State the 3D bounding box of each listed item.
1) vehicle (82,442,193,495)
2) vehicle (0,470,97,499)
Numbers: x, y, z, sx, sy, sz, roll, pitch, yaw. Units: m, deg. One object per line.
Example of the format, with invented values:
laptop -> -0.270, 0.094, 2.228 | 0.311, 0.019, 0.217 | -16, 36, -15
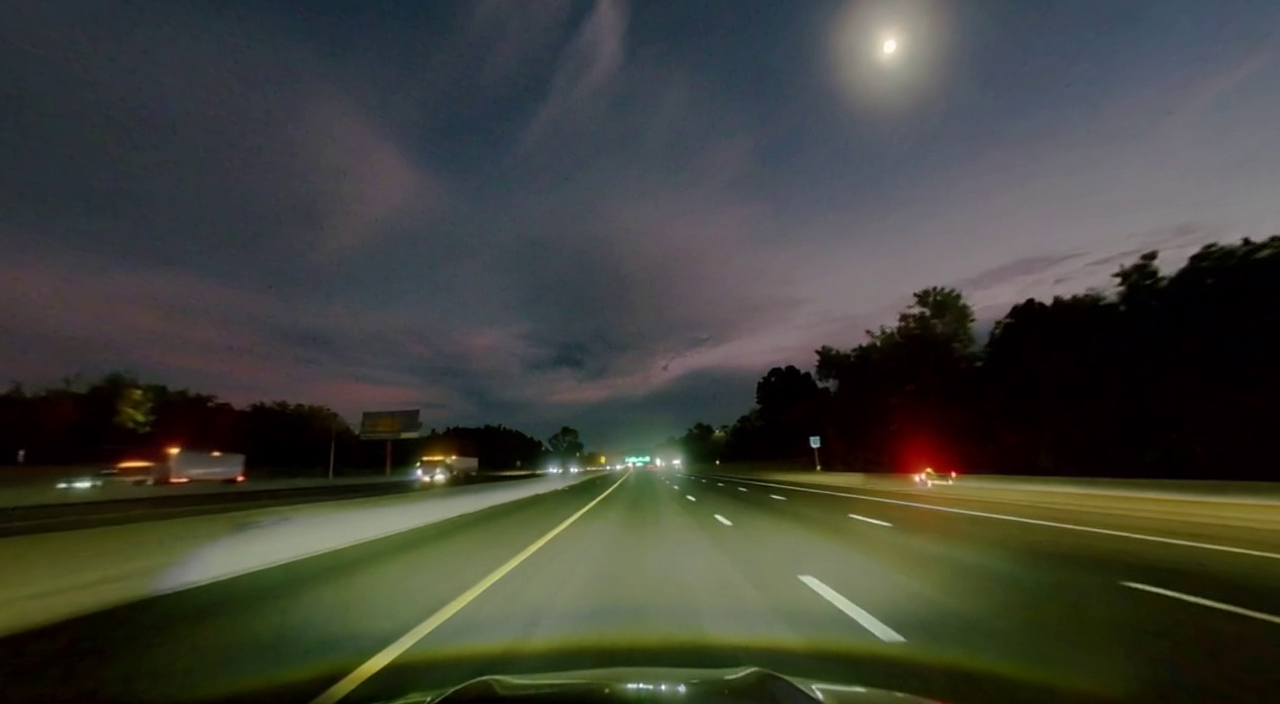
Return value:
vehicle -> -37.221, 8.700, 46.857 | 2.934, 3.595, 6.031 | 1, -10, 0
vehicle -> -41.053, 9.143, 43.598 | 2.129, 1.831, 5.042 | 1, -10, 0
